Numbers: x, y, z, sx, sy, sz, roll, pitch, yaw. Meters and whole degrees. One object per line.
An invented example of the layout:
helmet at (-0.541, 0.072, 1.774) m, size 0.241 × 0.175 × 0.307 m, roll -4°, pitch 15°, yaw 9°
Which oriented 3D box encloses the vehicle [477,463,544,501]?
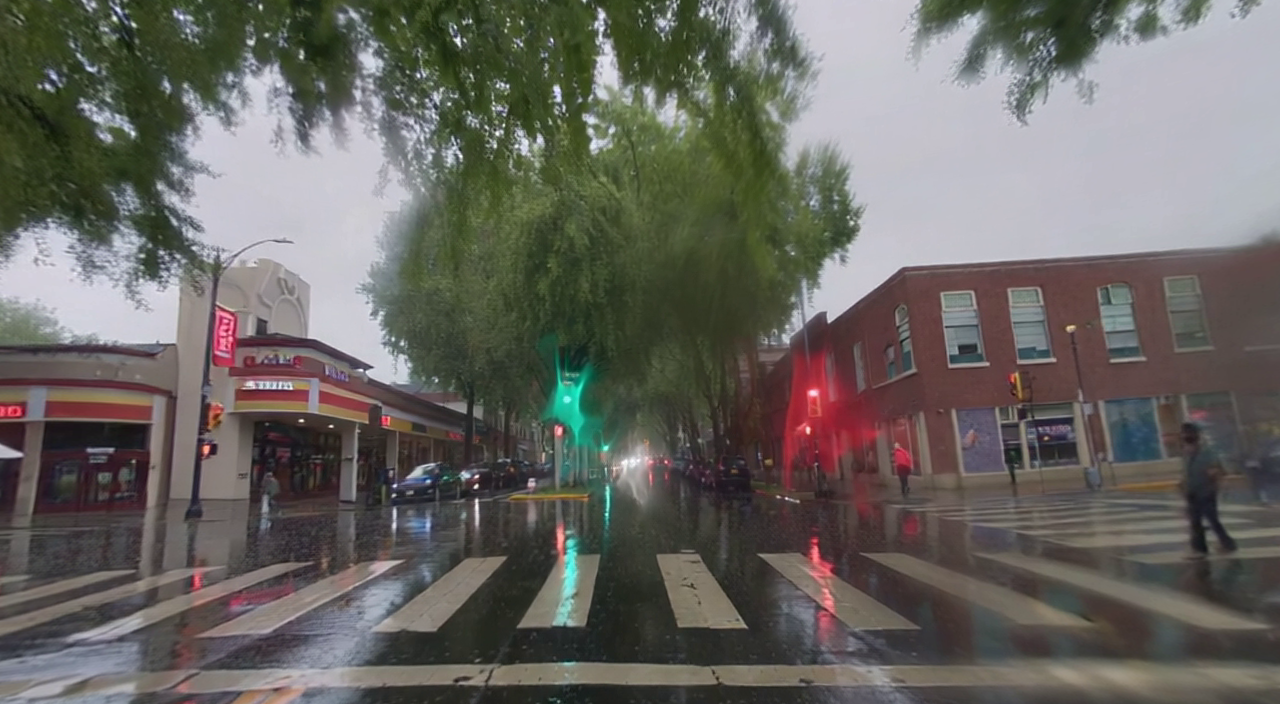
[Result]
vehicle at (-5.757, 5.829, 28.625) m, size 1.983 × 1.438 × 4.559 m, roll 0°, pitch -8°, yaw 1°

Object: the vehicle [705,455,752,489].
vehicle at (5.194, 7.103, 37.714) m, size 2.010 × 1.844 × 4.386 m, roll 0°, pitch -8°, yaw -2°

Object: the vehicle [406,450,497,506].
vehicle at (-8.815, 5.909, 30.309) m, size 2.489 × 2.323 × 5.843 m, roll 0°, pitch -8°, yaw 1°
